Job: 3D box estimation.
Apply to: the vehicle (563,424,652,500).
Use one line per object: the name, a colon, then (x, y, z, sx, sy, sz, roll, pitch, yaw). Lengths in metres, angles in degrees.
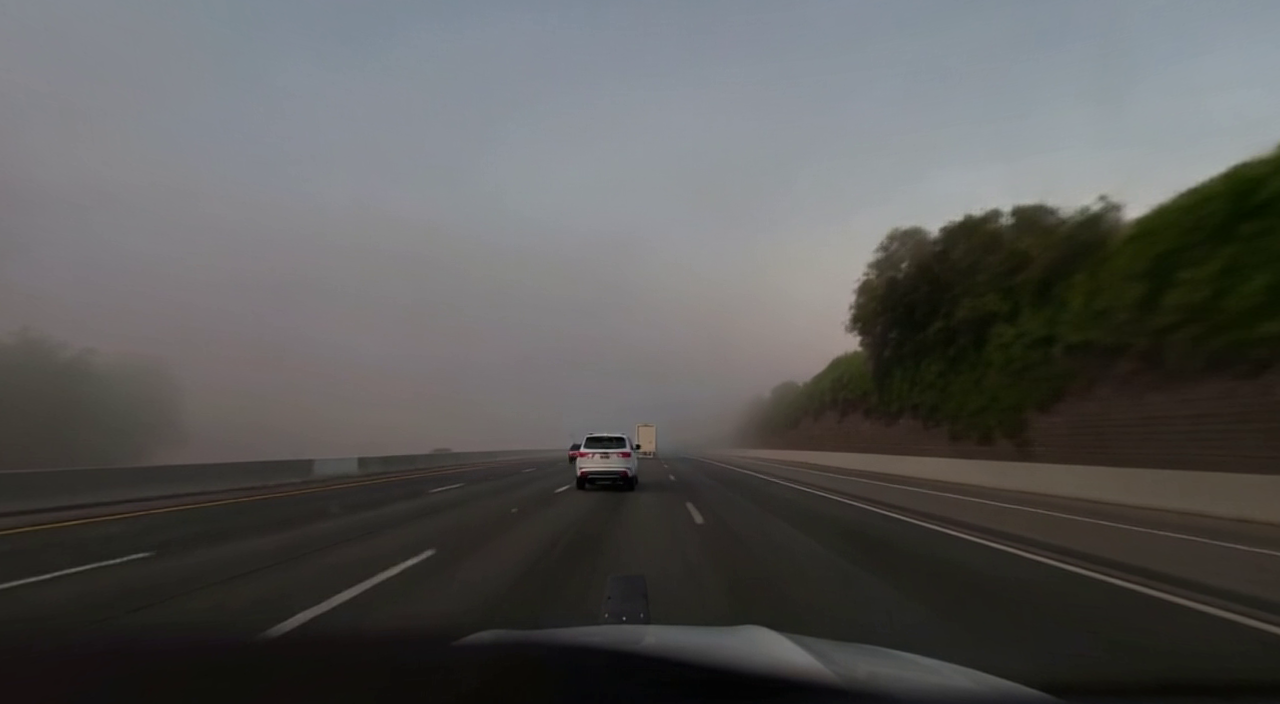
vehicle: (-0.736, 2.940, 17.198, 2.114, 1.787, 4.365, 0, -8, 1)
